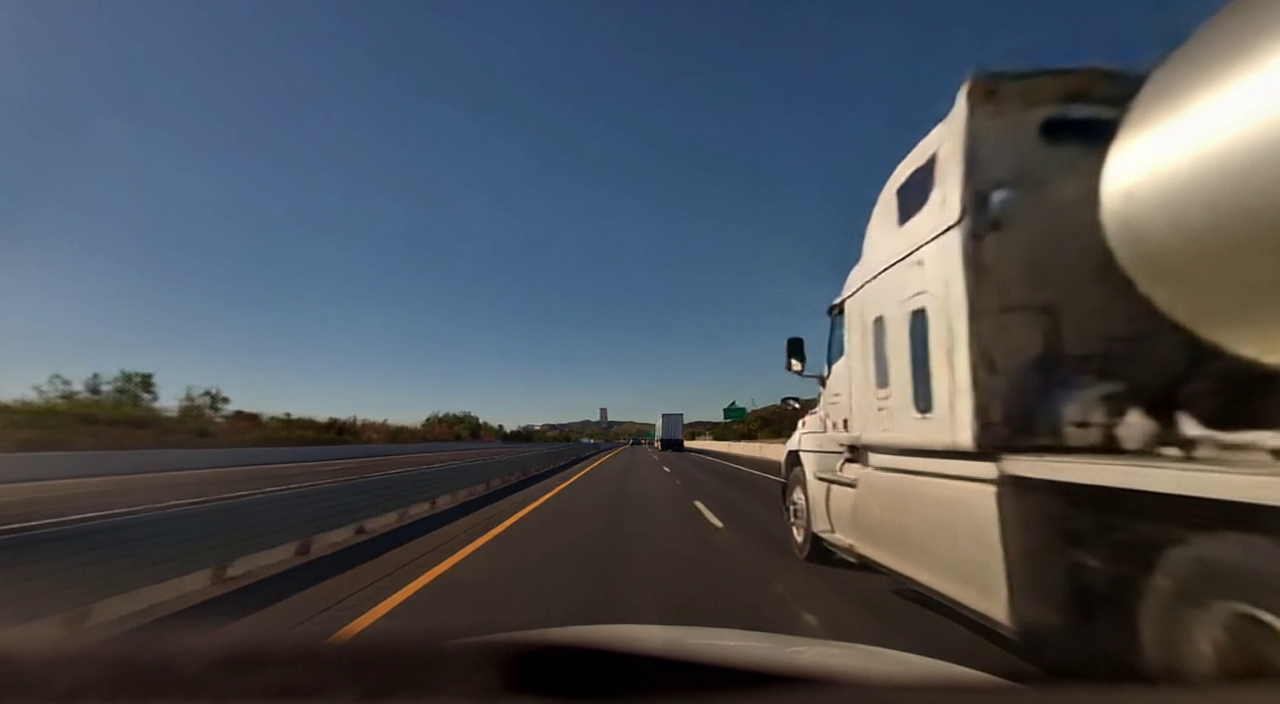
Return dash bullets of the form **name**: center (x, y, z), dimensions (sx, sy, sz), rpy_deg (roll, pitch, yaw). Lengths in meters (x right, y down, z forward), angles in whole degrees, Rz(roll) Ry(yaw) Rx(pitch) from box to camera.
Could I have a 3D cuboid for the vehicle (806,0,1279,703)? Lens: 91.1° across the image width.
- **vehicle**: center (3.162, -0.193, 2.650), dimensions (2.962, 3.845, 6.332), rpy_deg (0, -8, -2)
